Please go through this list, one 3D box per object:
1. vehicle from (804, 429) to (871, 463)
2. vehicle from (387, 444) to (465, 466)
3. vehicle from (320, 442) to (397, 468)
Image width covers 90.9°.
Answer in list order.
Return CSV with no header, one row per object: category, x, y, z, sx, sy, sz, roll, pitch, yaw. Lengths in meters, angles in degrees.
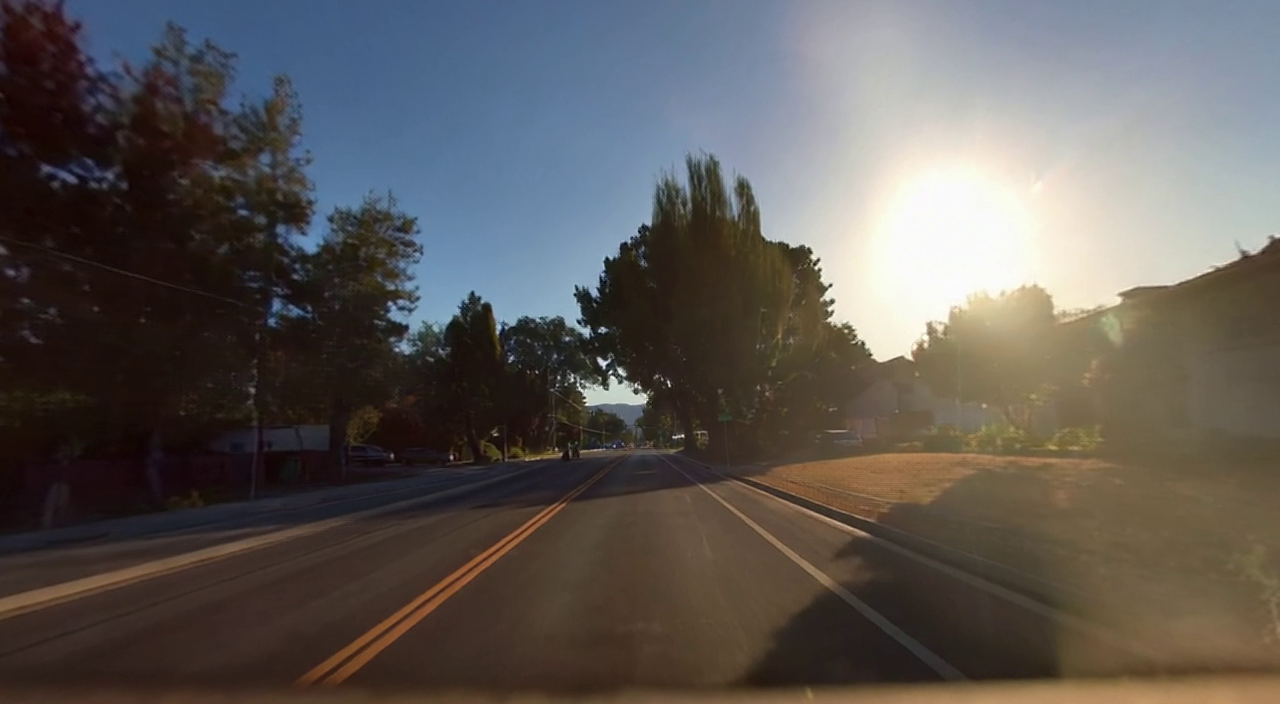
vehicle,9.776,4.716,31.572,1.805,1.571,4.467,0,-9,-2
vehicle,-15.072,7.275,44.604,4.787,1.474,1.967,-1,-8,3
vehicle,-18.900,6.923,42.449,4.233,1.623,1.943,0,-8,1
